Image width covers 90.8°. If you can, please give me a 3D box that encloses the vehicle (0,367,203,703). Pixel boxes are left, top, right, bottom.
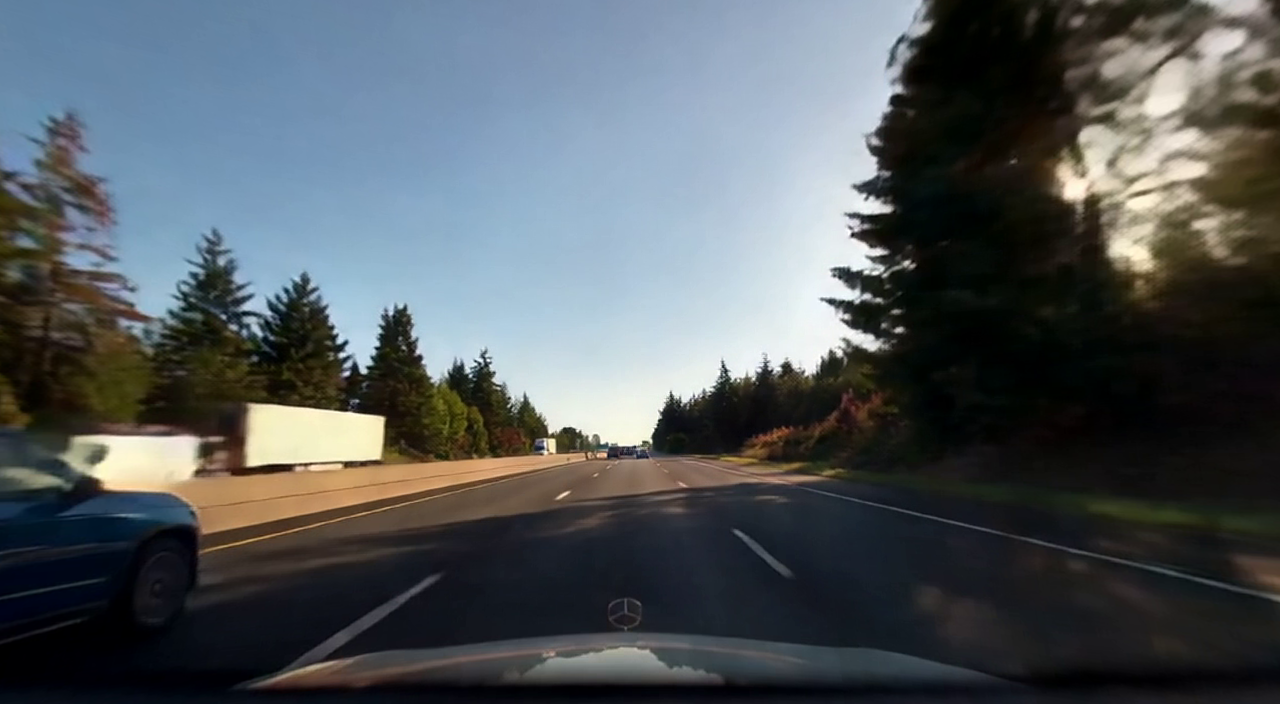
[{"bbox_3d":[-4.330,0.821,2.330,2.110,1.727,4.607,0,-9,0],"label":"vehicle"}]

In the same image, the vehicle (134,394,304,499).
[{"bbox_3d":[-17.618,4.023,27.053,3.013,3.967,5.891,0,-9,0],"label":"vehicle"}]
